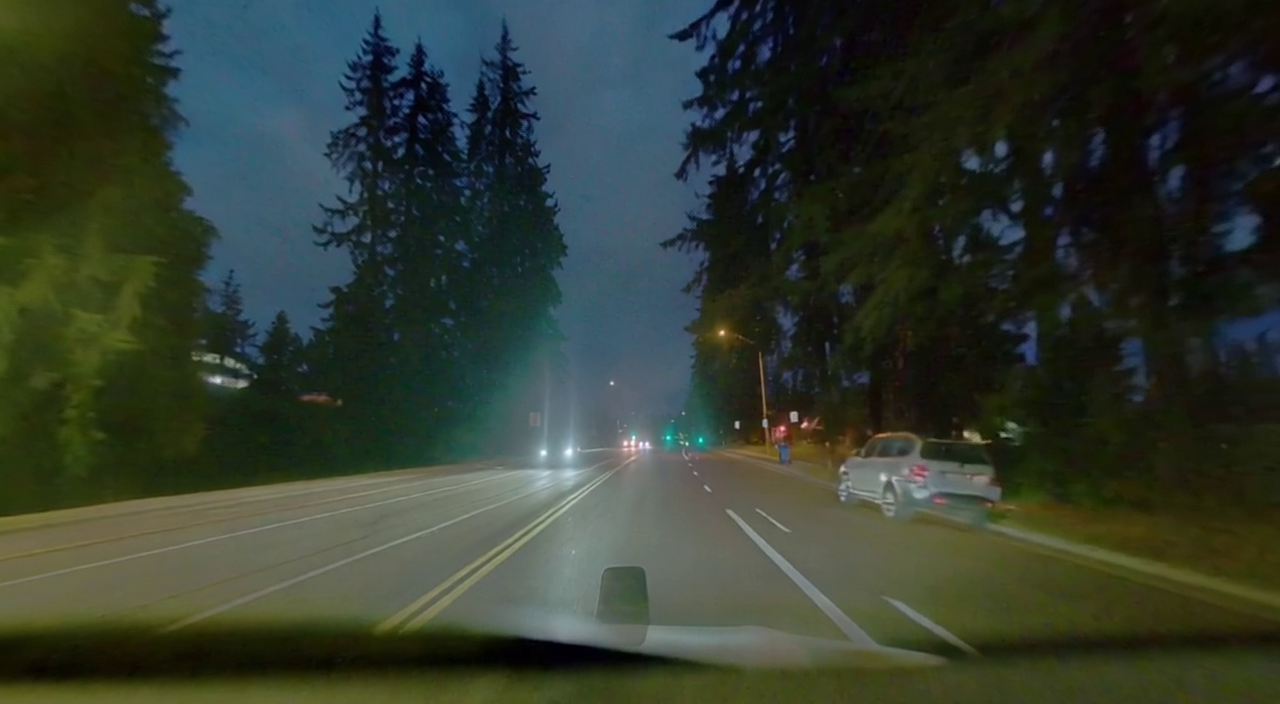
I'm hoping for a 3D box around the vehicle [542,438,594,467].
[{"bbox_3d":[-3.982,5.629,35.585,2.192,1.533,4.341,-1,-8,3],"label":"vehicle"}]

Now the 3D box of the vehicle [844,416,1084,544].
[{"bbox_3d":[5.300,2.162,11.184,2.068,1.688,4.442,3,-9,2],"label":"vehicle"}]
